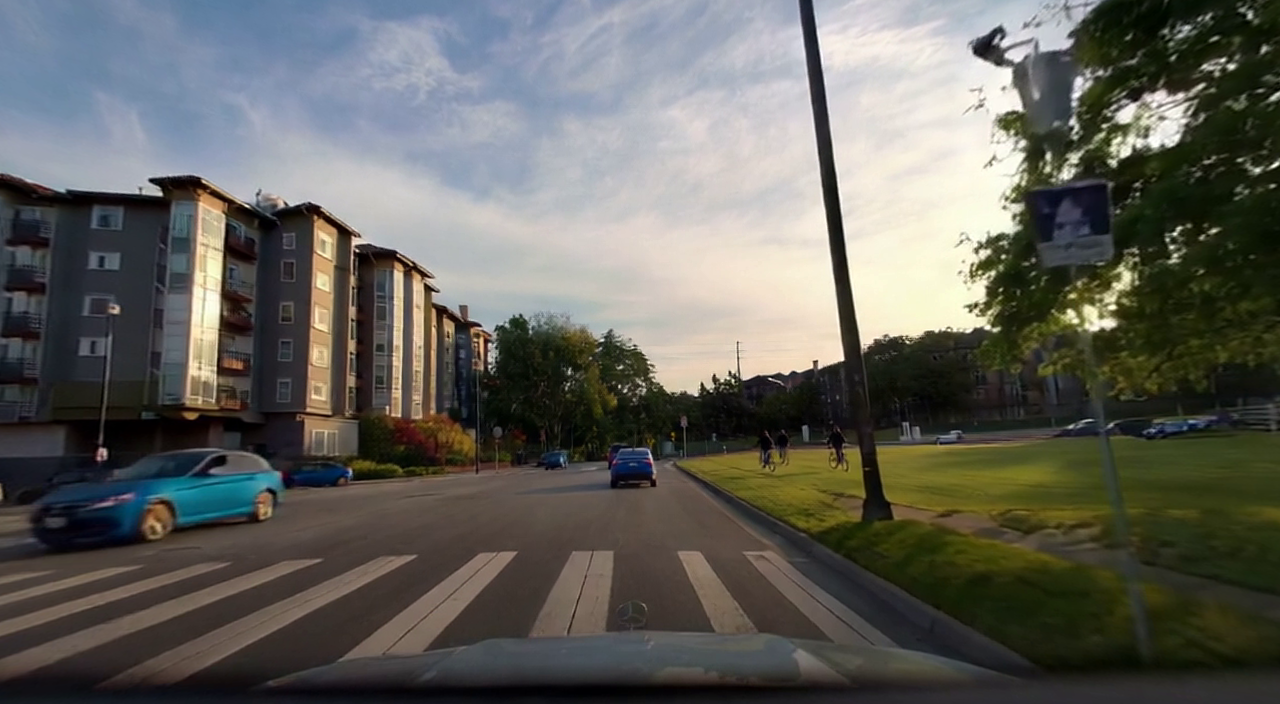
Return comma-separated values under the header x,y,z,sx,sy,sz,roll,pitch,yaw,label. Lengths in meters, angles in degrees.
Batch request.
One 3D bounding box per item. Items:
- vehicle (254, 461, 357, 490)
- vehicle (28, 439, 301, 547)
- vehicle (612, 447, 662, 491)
x,y,z,sx,sy,sz,roll,pitch,yaw,label
-18.881,6.950,35.729,2.116,1.409,4.607,-8,-12,43,vehicle
-9.149,2.690,12.757,2.126,1.780,4.279,0,-8,0,vehicle
-0.109,3.937,21.158,1.559,1.351,2.452,-1,-11,-1,vehicle
